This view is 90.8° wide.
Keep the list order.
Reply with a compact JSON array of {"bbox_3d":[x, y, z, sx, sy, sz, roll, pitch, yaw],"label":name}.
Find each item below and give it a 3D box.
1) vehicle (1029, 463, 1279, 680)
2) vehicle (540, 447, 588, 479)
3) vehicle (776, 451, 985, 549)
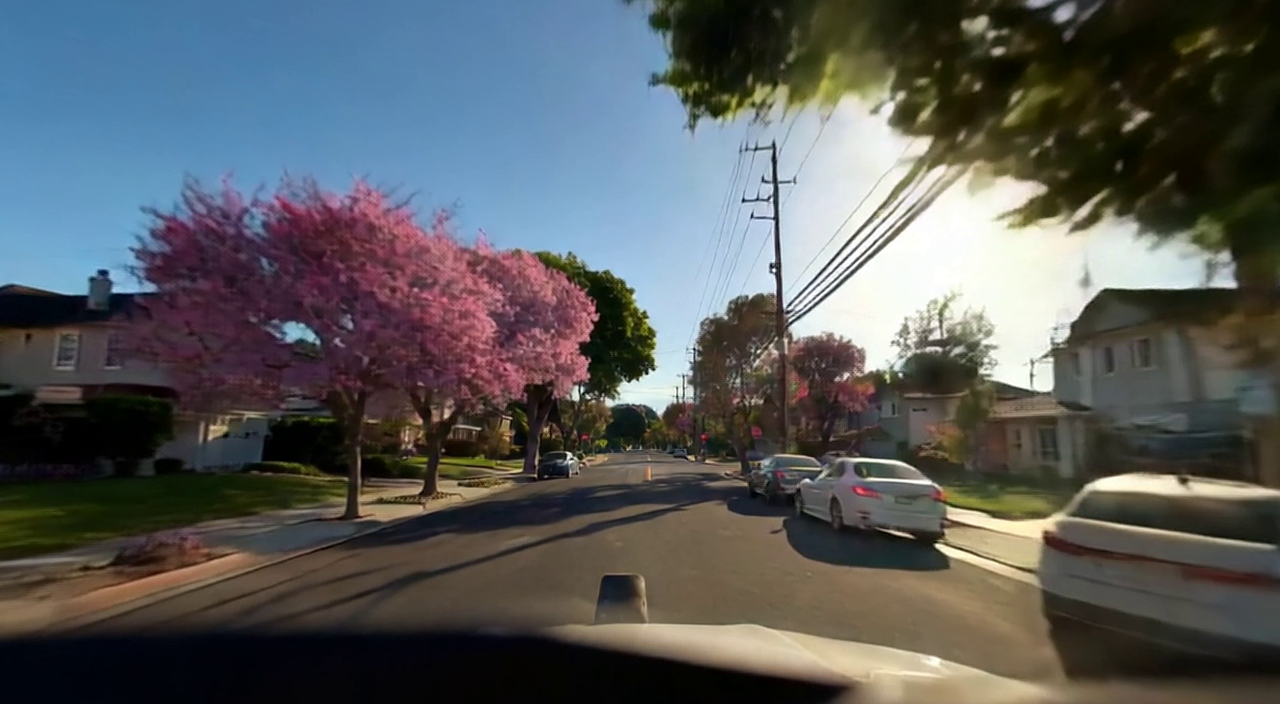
[{"bbox_3d":[6.180,1.833,6.102,4.526,1.449,2.075,5,-10,-29],"label":"vehicle"},{"bbox_3d":[-4.085,6.034,34.702,1.938,1.508,4.481,0,-8,2],"label":"vehicle"},{"bbox_3d":[4.254,2.682,12.234,2.006,1.489,4.753,1,-9,-3],"label":"vehicle"}]
